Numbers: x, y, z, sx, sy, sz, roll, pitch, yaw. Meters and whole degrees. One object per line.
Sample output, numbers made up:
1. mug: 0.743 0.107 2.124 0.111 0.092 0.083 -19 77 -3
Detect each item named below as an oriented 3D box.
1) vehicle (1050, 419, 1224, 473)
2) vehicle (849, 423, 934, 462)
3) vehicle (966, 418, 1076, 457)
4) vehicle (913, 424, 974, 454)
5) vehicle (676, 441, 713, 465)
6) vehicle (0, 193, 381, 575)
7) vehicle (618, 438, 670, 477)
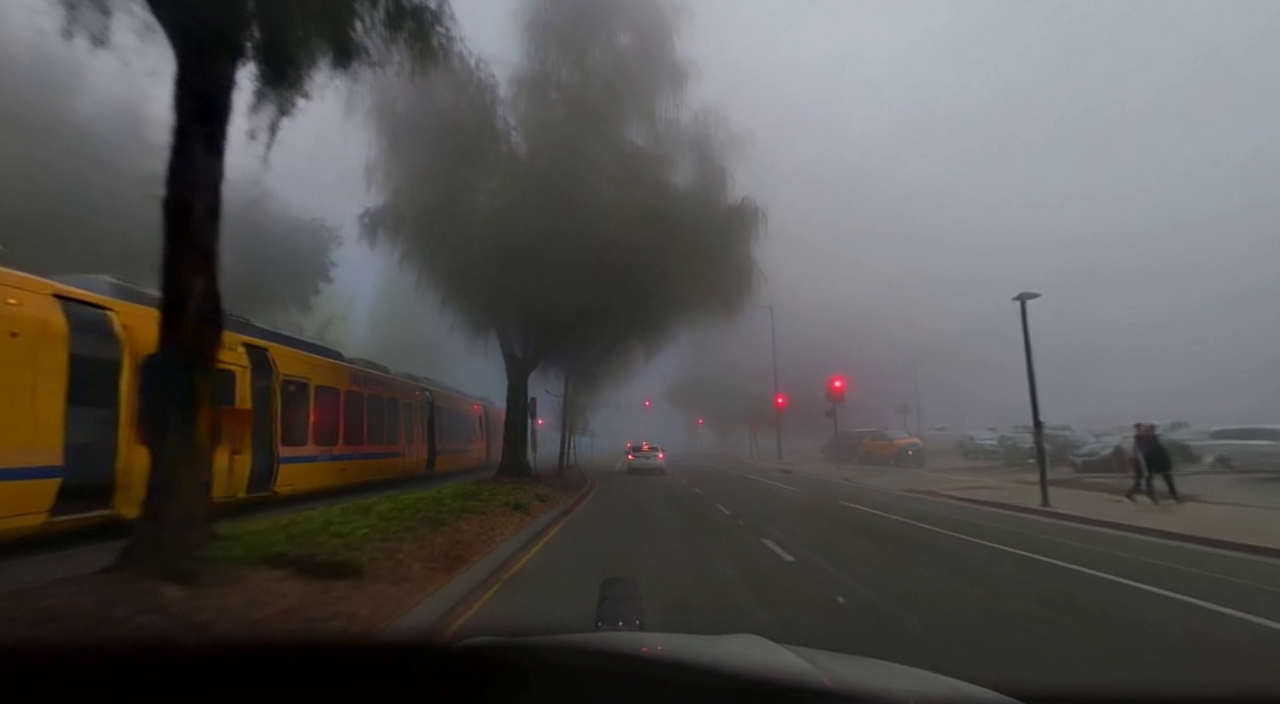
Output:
1. vehicle: 15.368 2.953 19.949 1.780 1.498 4.611 0 -8 1
2. vehicle: 13.281 4.858 33.812 2.145 1.911 5.581 0 -8 -1
3. vehicle: 19.495 4.447 32.745 2.159 1.817 5.675 0 -8 0
4. vehicle: 19.777 5.733 41.425 1.914 1.823 4.334 0 -8 2
5. vehicle: 3.474 6.512 41.037 1.944 1.447 4.392 0 -8 0
6. vehicle: -7.686 0.568 8.263 2.897 3.700 13.528 0 -7 0
7. vehicle: 0.135 4.376 26.411 2.002 1.471 4.337 0 -8 0
